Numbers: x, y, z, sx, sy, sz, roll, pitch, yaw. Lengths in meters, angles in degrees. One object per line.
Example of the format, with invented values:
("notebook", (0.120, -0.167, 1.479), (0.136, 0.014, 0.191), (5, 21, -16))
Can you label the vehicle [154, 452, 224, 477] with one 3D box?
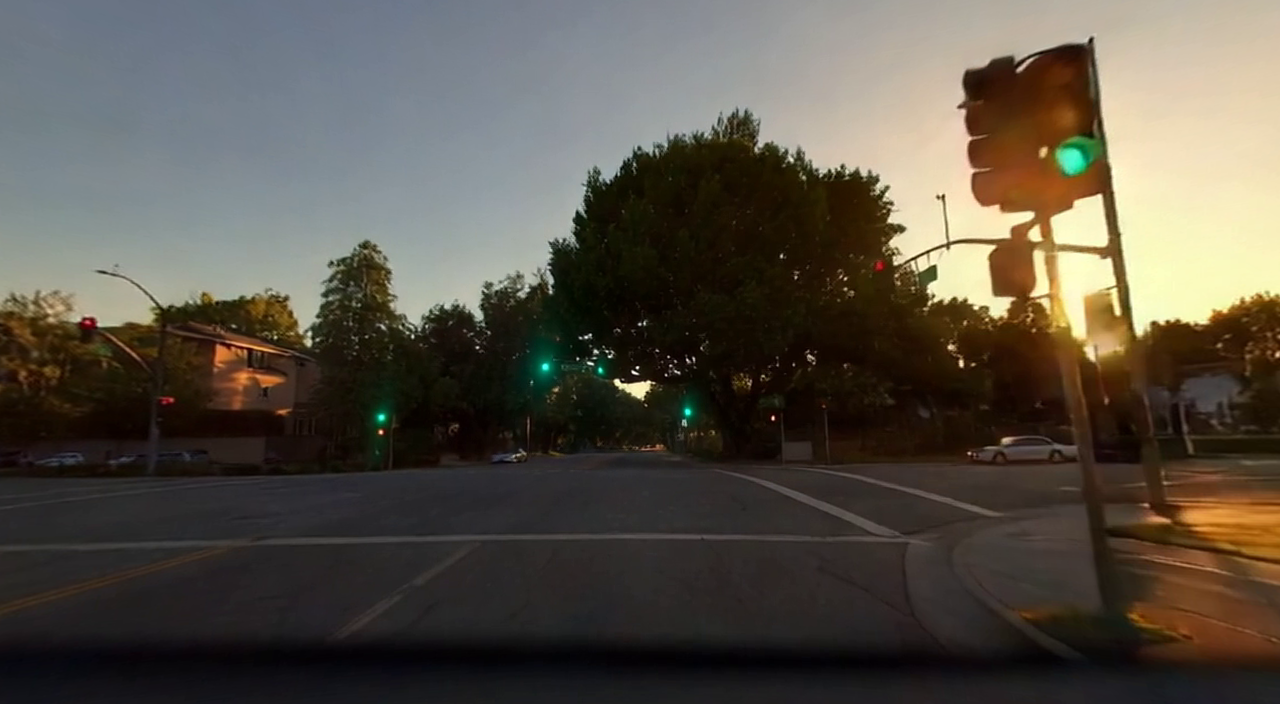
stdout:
("vehicle", (-27.815, 6.910, 39.111), (1.665, 1.386, 4.012), (1, -9, -7))

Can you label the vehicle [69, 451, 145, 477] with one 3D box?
("vehicle", (-32.172, 6.742, 38.283), (1.816, 1.423, 4.126), (2, -9, -15))

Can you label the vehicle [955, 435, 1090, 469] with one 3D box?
("vehicle", (16.850, 4.417, 28.051), (4.720, 1.410, 1.784), (-1, -9, 9))

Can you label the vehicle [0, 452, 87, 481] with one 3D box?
("vehicle", (-34.896, 6.665, 37.068), (2.000, 1.582, 4.063), (3, -9, -17))
